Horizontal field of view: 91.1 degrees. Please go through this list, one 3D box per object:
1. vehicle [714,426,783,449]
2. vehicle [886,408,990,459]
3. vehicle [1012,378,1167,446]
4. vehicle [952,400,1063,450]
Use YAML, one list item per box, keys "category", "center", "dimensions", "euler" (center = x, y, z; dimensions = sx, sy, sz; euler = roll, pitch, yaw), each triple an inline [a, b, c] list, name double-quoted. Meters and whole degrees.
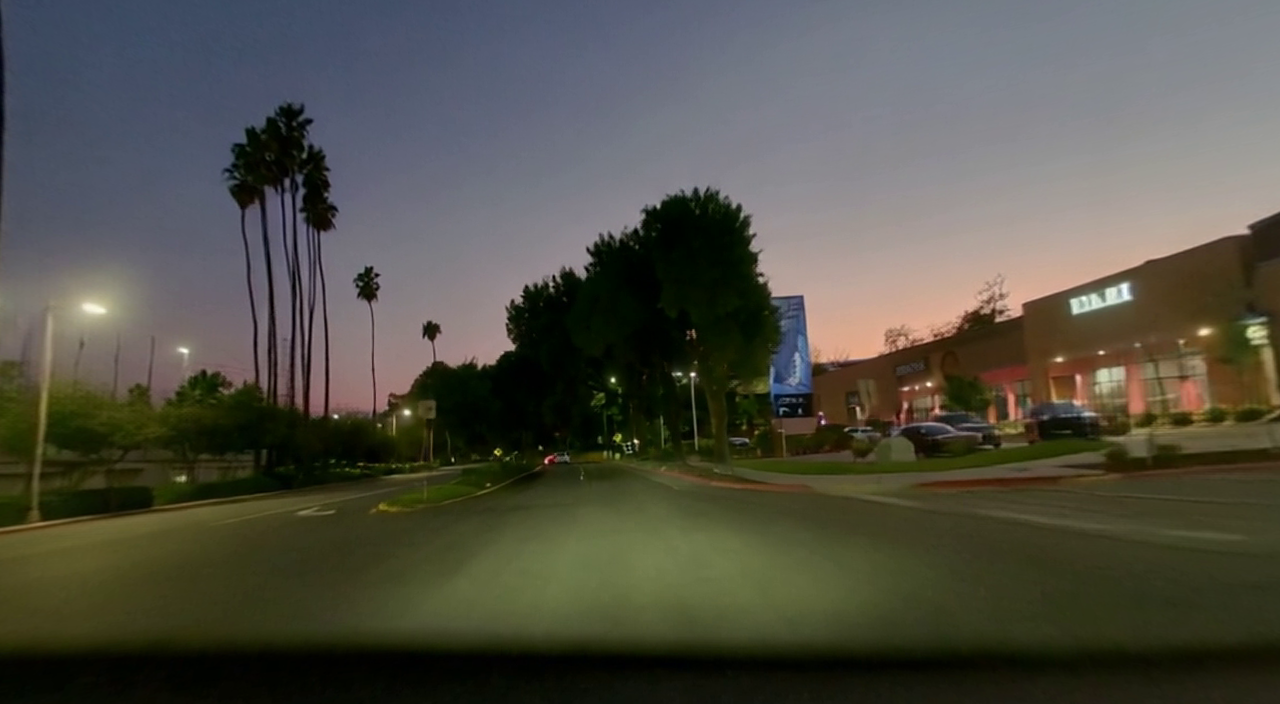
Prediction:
- category: "vehicle"
  center: [8.090, 6.433, 46.980]
  dimensions: [4.671, 1.630, 2.200]
  euler: [0, -9, -4]
- category: "vehicle"
  center: [11.227, 3.185, 24.102]
  dimensions: [2.196, 1.715, 4.918]
  euler: [-2, -9, 9]
- category: "vehicle"
  center: [16.650, 2.388, 23.730]
  dimensions: [2.237, 1.962, 5.424]
  euler: [-9, -9, 8]
- category: "vehicle"
  center: [13.812, 2.875, 23.970]
  dimensions: [2.065, 1.687, 4.584]
  euler: [-2, -9, 10]
